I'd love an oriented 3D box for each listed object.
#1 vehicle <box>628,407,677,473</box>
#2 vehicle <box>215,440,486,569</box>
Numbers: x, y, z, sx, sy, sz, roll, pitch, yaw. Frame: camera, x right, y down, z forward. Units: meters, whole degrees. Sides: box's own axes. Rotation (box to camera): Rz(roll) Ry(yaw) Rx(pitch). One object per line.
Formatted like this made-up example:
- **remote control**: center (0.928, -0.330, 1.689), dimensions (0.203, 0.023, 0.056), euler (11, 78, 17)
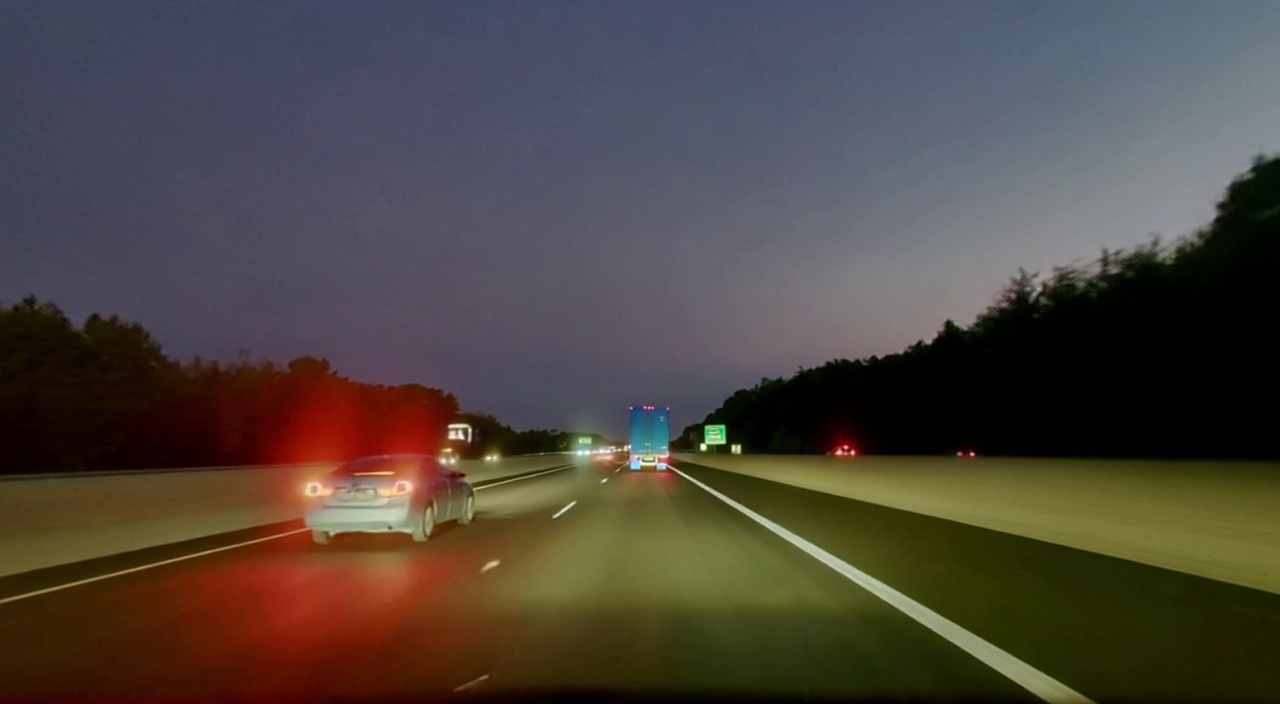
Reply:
- **vehicle**: center (0.767, 6.217, 44.245), dimensions (3.022, 4.072, 10.318), euler (0, -9, 0)
- **vehicle**: center (-3.880, 2.095, 9.529), dimensions (1.931, 1.466, 4.458), euler (0, -9, 1)
